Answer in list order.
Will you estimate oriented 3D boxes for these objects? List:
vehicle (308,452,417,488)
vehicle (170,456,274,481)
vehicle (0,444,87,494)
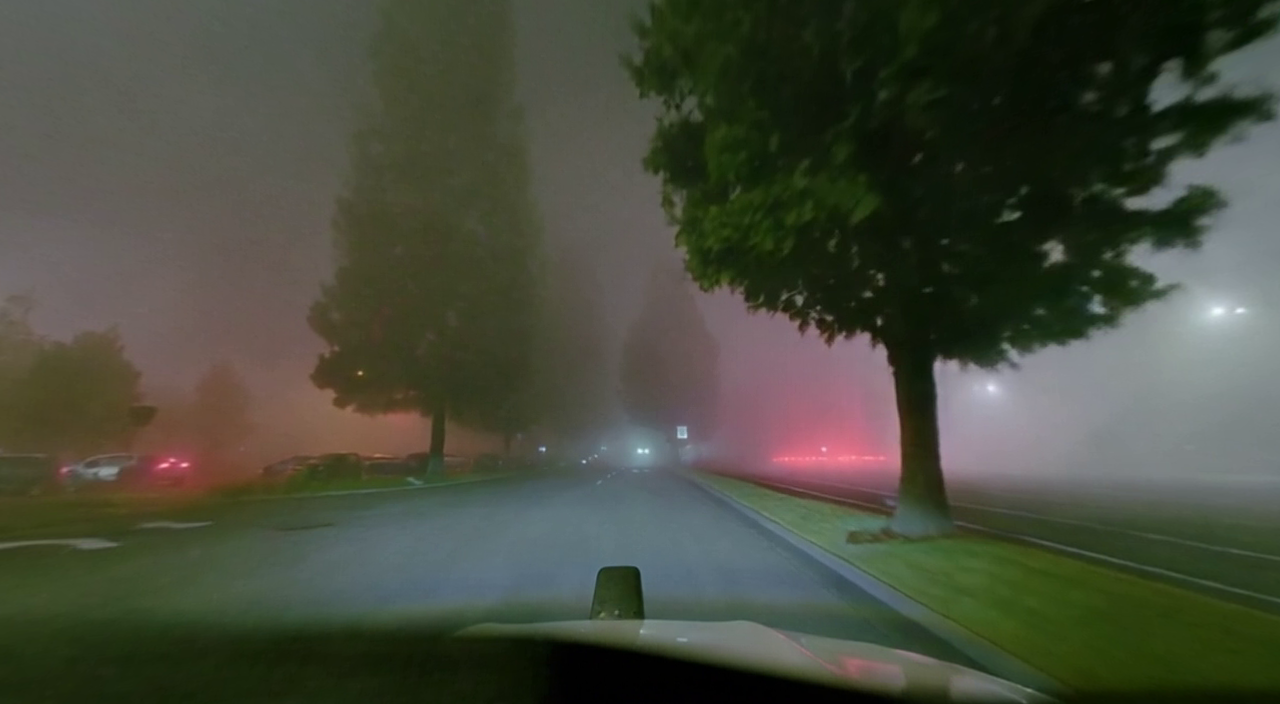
[{"bbox_3d":[-13.737,5.843,31.342,4.422,1.694,2.026,0,-9,1],"label":"vehicle"},{"bbox_3d":[-26.697,7.451,40.321,5.024,1.494,2.242,0,-9,1],"label":"vehicle"},{"bbox_3d":[-26.321,4.791,25.977,4.615,1.930,2.381,0,-9,-2],"label":"vehicle"}]
